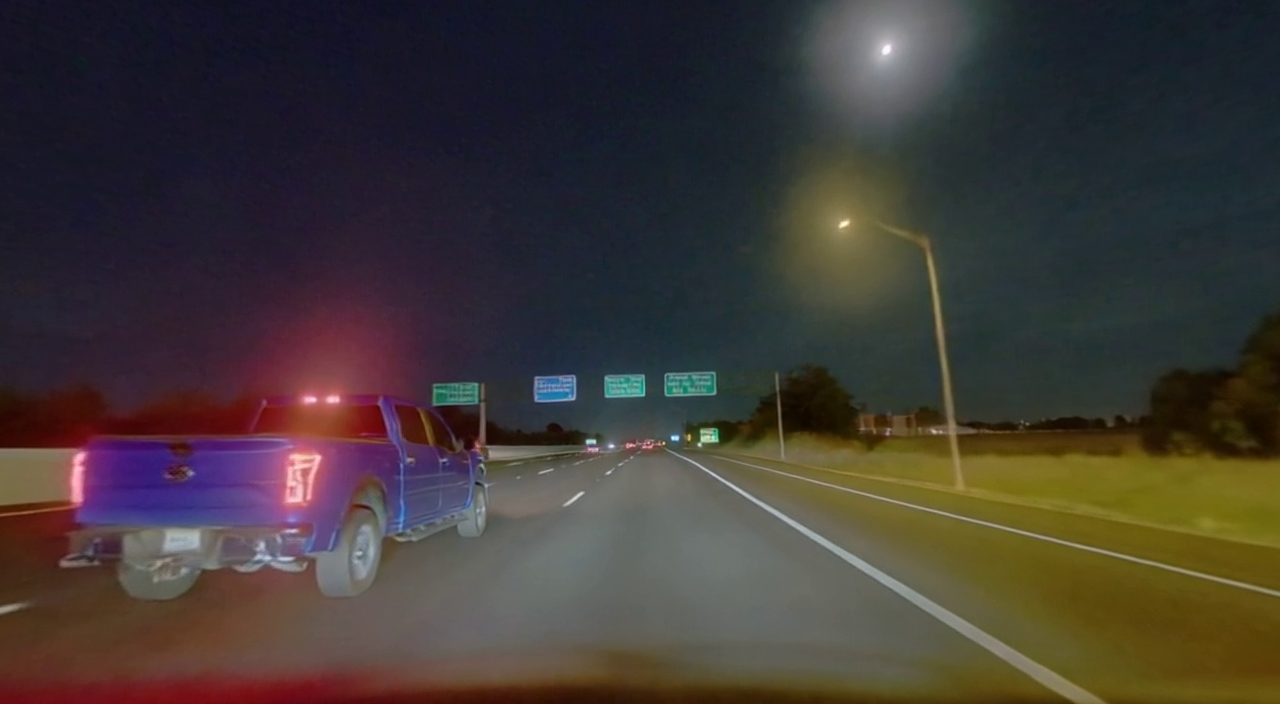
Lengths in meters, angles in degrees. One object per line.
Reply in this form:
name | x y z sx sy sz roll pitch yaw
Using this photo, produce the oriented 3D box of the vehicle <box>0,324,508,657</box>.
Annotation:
vehicle | -3.500 1.296 7.067 2.601 2.084 6.068 0 -8 1
